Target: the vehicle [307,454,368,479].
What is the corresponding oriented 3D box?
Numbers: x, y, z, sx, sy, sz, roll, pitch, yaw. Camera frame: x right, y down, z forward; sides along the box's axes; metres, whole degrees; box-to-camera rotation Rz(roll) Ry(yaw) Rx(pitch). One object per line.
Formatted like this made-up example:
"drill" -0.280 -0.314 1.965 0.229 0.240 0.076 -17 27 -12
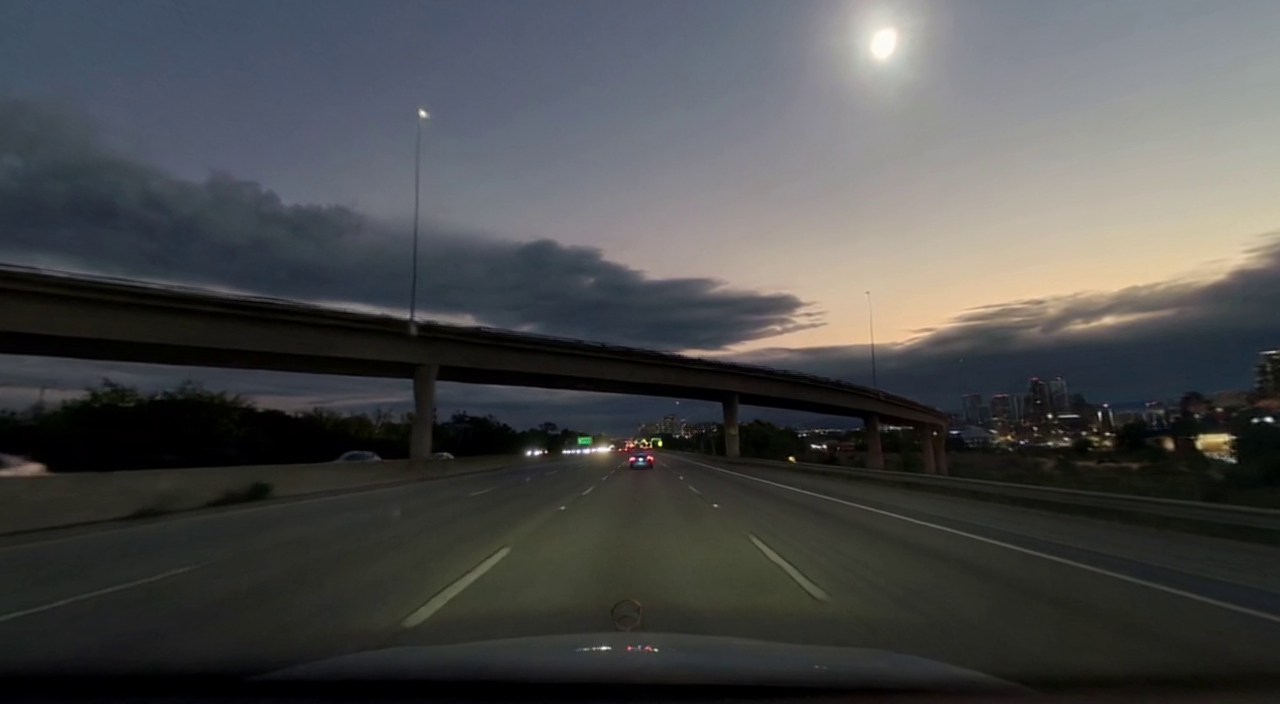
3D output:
"vehicle" -19.419 7.349 40.685 1.798 1.458 4.213 0 -9 1
